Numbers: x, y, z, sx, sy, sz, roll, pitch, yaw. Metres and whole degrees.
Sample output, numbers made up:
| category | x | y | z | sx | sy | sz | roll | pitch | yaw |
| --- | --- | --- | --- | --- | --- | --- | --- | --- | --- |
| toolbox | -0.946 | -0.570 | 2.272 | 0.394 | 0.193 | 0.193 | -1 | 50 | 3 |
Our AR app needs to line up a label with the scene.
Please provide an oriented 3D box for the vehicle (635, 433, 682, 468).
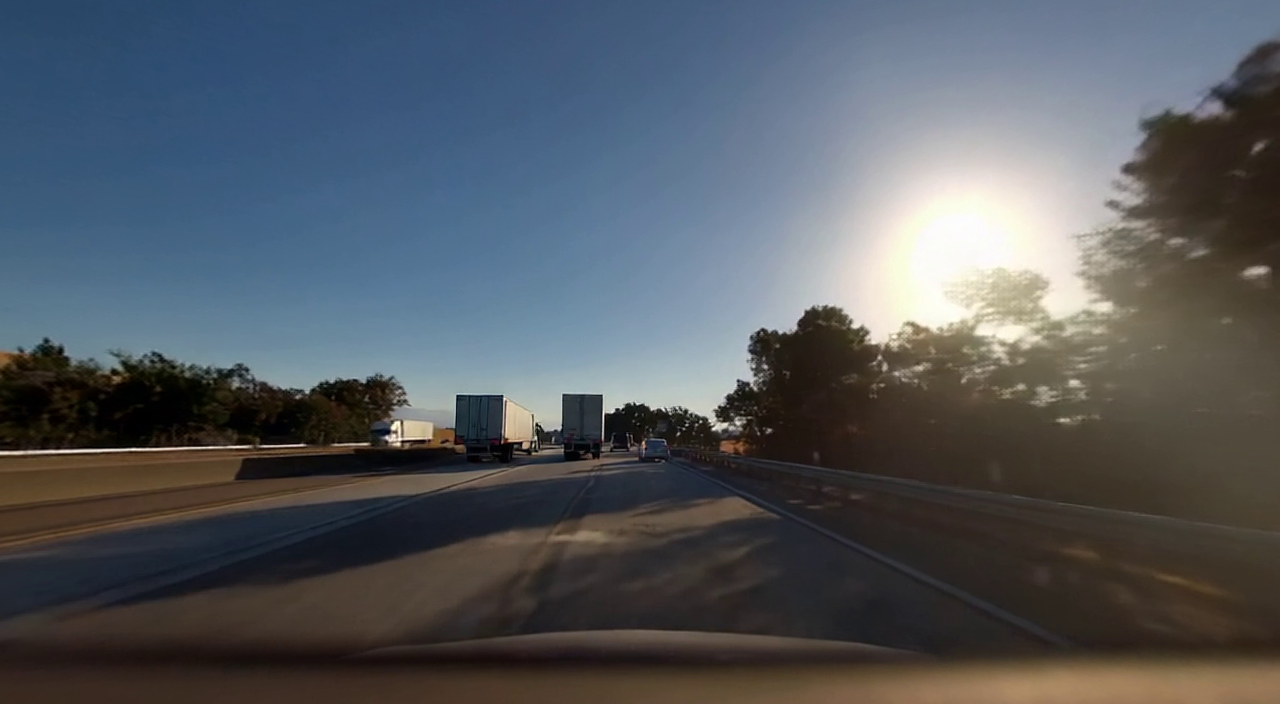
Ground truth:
| category | x | y | z | sx | sy | sz | roll | pitch | yaw |
| --- | --- | --- | --- | --- | --- | --- | --- | --- | --- |
| vehicle | 0.778 | 4.544 | 29.203 | 1.891 | 1.477 | 3.599 | 0 | -8 | -3 |

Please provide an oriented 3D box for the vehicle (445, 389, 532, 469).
| category | x | y | z | sx | sy | sz | roll | pitch | yaw |
| --- | --- | --- | --- | --- | --- | --- | --- | --- | --- |
| vehicle | -7.120 | 3.798 | 30.646 | 2.728 | 3.405 | 7.096 | 0 | -8 | -2 |

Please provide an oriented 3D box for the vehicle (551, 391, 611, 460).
| category | x | y | z | sx | sy | sz | roll | pitch | yaw |
| --- | --- | --- | --- | --- | --- | --- | --- | --- | --- |
| vehicle | -3.884 | 5.514 | 45.725 | 3.475 | 4.037 | 17.454 | 0 | -8 | -3 |
